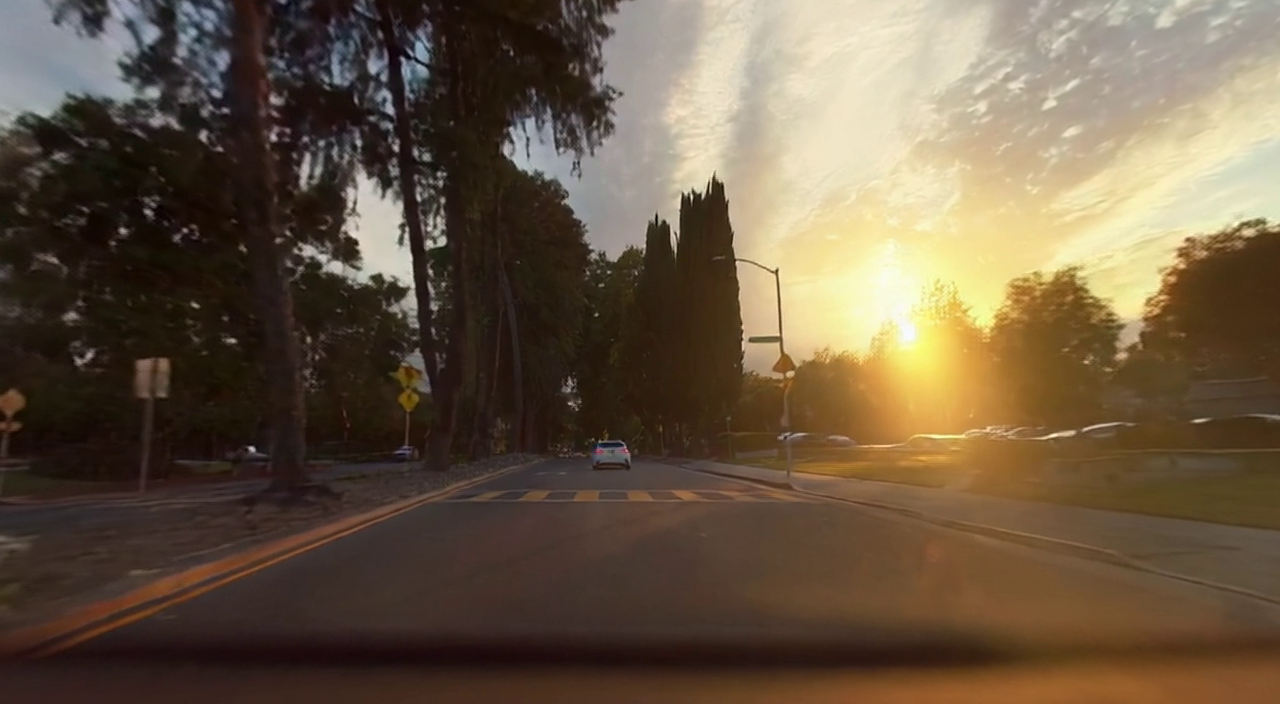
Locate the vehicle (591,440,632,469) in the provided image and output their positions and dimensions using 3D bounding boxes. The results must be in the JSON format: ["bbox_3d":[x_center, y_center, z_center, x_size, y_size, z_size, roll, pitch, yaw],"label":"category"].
[{"bbox_3d":[-1.661,5.728,35.596,2.142,1.501,4.273,1,-8,-5],"label":"vehicle"}]
